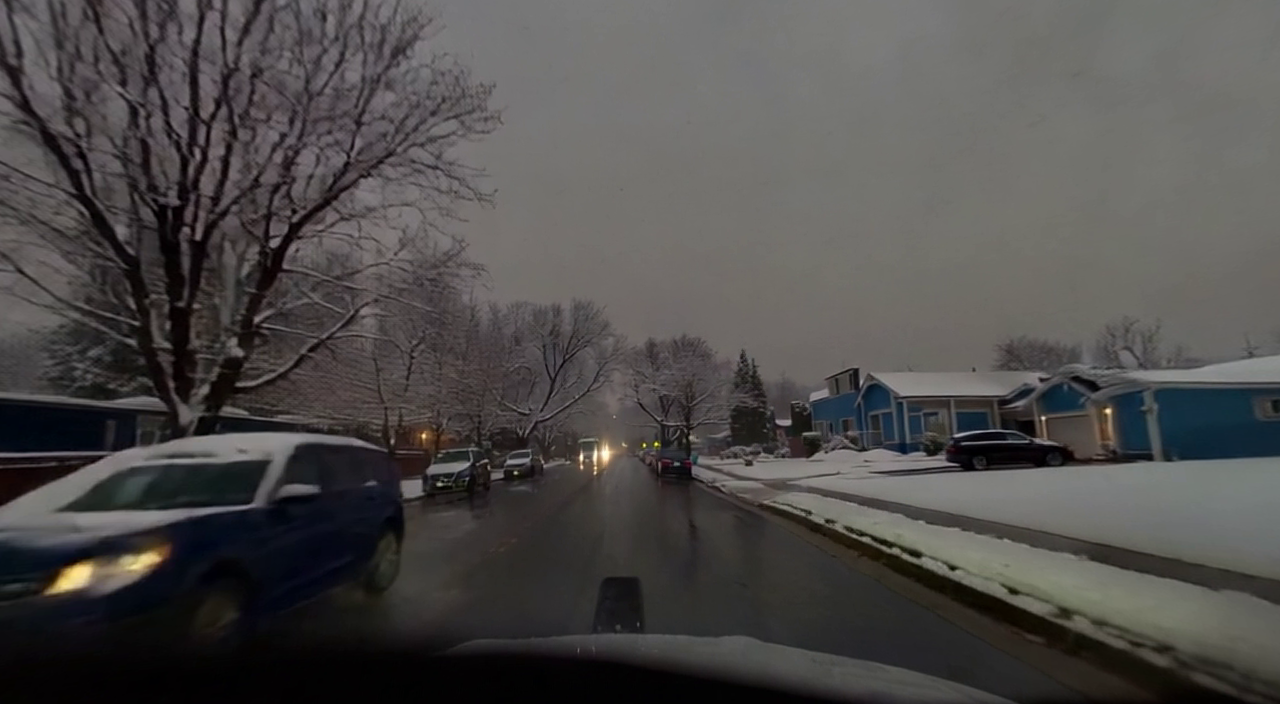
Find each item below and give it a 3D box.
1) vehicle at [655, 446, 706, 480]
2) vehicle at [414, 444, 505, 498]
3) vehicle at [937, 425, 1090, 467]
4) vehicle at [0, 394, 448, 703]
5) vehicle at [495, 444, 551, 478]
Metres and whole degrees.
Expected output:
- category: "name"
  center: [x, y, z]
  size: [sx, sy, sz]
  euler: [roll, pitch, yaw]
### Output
- category: "vehicle"
  center: [1.932, 5.474, 31.467]
  size: [1.996, 1.516, 4.122]
  euler: [0, -9, -4]
- category: "vehicle"
  center: [-6.346, 4.197, 22.782]
  size: [2.033, 1.721, 4.328]
  euler: [0, -9, -1]
- category: "vehicle"
  center: [13.500, 3.444, 23.148]
  size: [4.370, 1.433, 1.889]
  euler: [-2, -9, 13]
- category: "vehicle"
  center: [-3.472, 1.398, 5.594]
  size: [2.106, 1.688, 4.392]
  euler: [0, -9, 1]
- category: "vehicle"
  center: [-6.802, 6.389, 37.396]
  size: [2.265, 1.876, 5.371]
  euler: [0, -9, 0]
